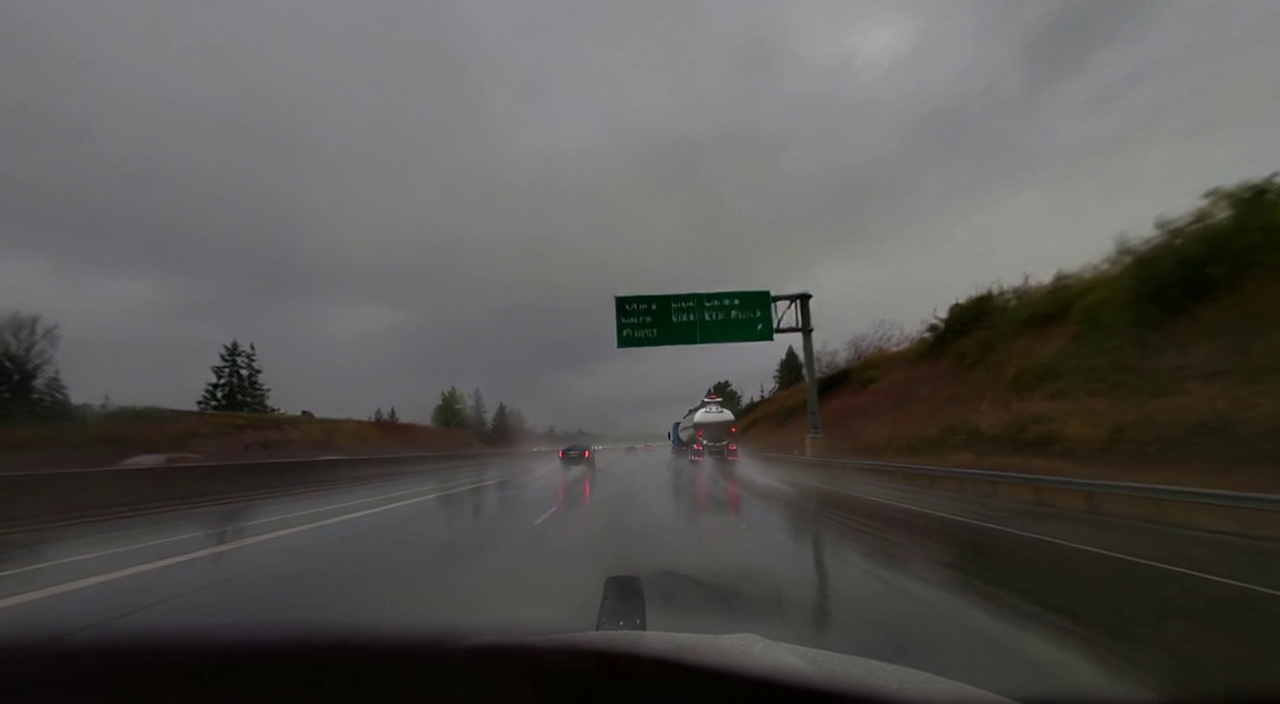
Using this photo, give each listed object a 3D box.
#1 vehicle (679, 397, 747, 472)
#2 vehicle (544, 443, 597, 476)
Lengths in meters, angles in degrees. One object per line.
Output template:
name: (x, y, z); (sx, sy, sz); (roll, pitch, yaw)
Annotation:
vehicle: (3.949, 4.849, 36.518); (2.759, 3.734, 9.708); (0, -9, 0)
vehicle: (-3.280, 5.172, 30.538); (1.986, 1.458, 4.506); (0, -9, 1)
